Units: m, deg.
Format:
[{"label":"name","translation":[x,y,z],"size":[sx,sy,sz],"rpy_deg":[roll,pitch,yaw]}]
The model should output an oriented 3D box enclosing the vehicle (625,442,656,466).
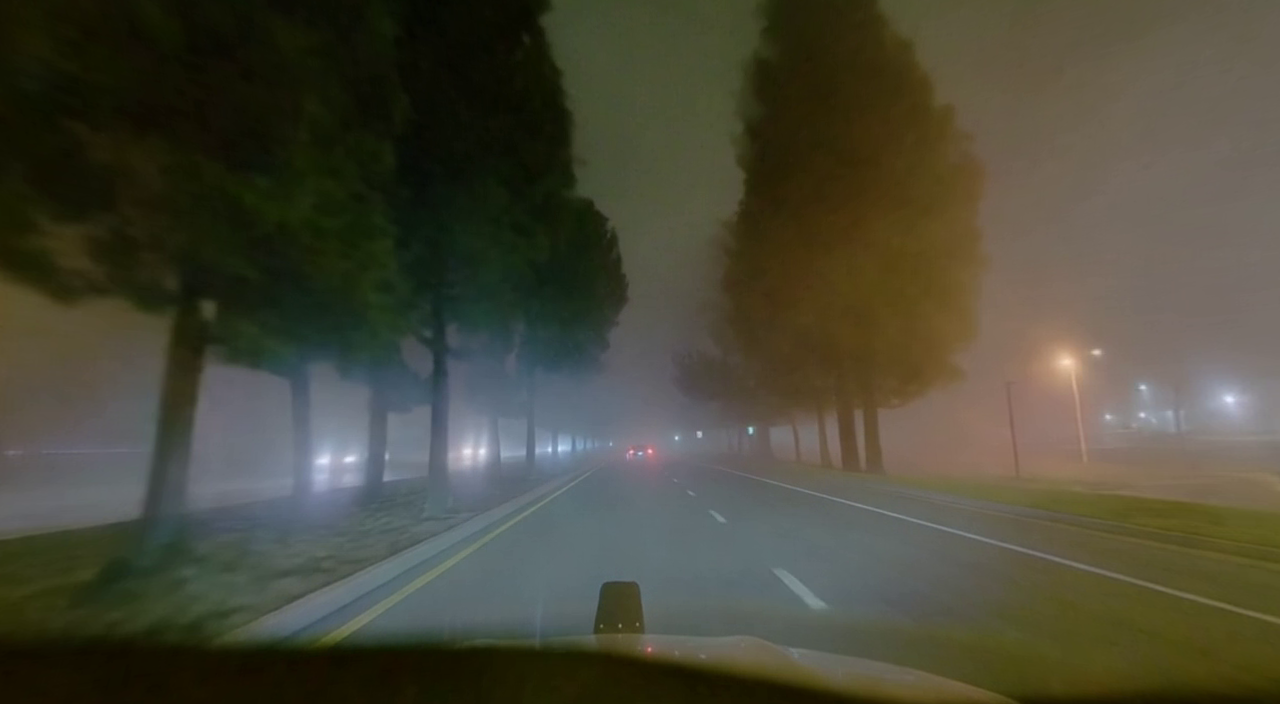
[{"label":"vehicle","translation":[0.026,6.992,43.520],"size":[2.048,1.584,4.393],"rpy_deg":[0,-8,-1]}]
